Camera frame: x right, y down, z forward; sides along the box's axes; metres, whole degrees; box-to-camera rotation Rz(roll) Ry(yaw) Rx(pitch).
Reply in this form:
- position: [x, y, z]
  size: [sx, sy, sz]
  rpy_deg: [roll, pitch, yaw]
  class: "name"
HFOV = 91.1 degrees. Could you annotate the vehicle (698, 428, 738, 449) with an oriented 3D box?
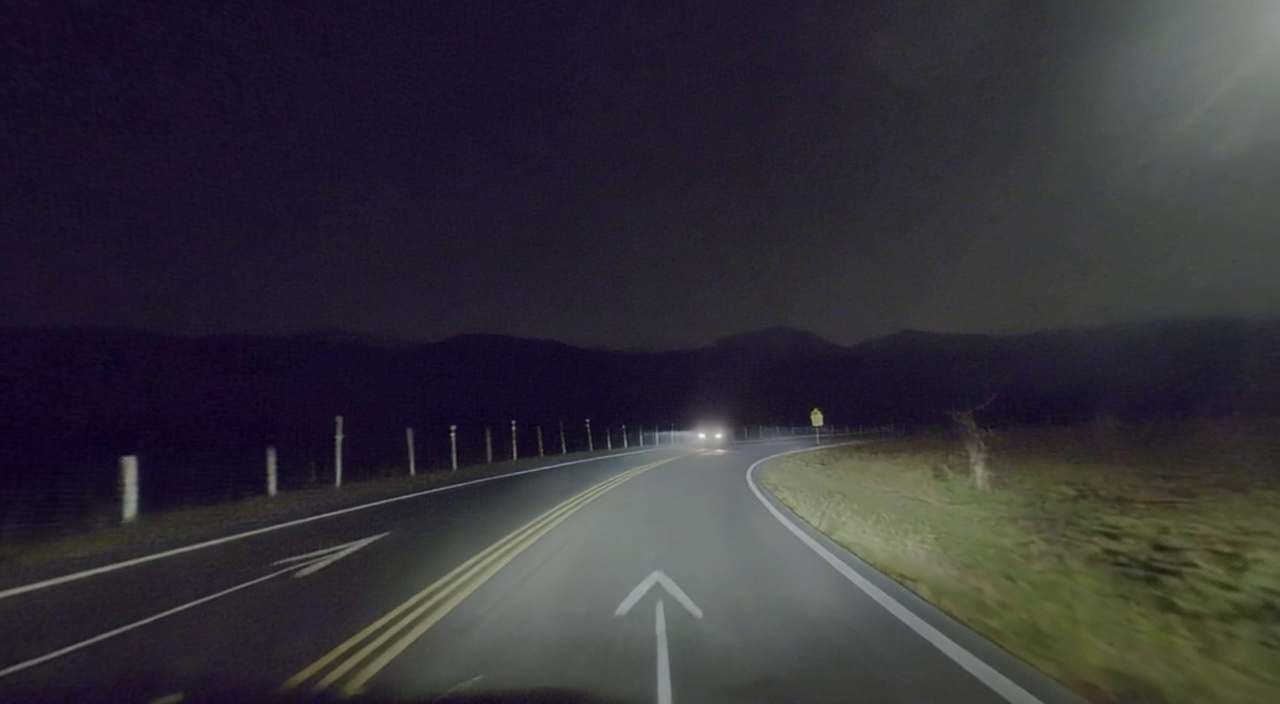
- position: [6.163, 6.767, 49.197]
  size: [1.961, 1.525, 4.056]
  rpy_deg: [-3, -8, 25]
  class: "vehicle"
